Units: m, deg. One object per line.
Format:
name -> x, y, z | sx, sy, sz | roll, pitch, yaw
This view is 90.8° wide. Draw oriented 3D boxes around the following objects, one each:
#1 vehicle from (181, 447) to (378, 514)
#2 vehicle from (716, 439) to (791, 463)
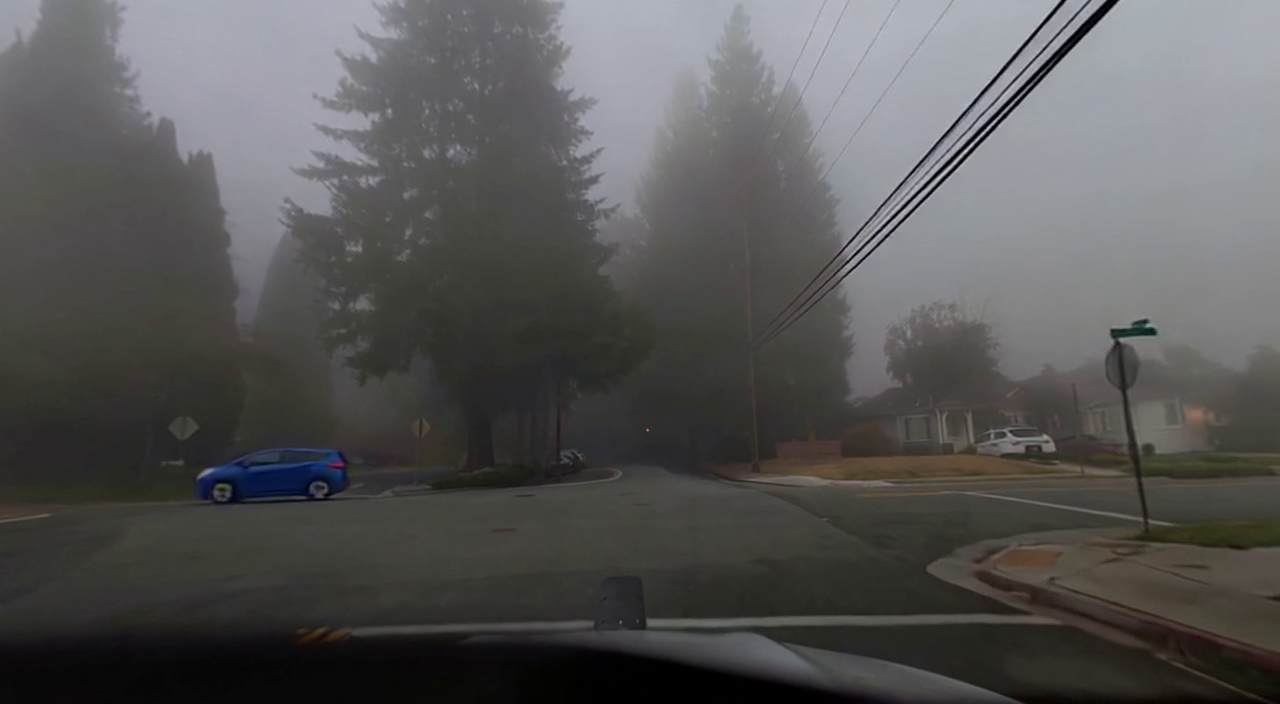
vehicle -> -9.961, 3.466, 17.639 | 4.396, 1.596, 1.988 | 6, -11, -38
vehicle -> 7.959, 6.959, 44.506 | 4.784, 1.647, 1.947 | 0, -8, -4
